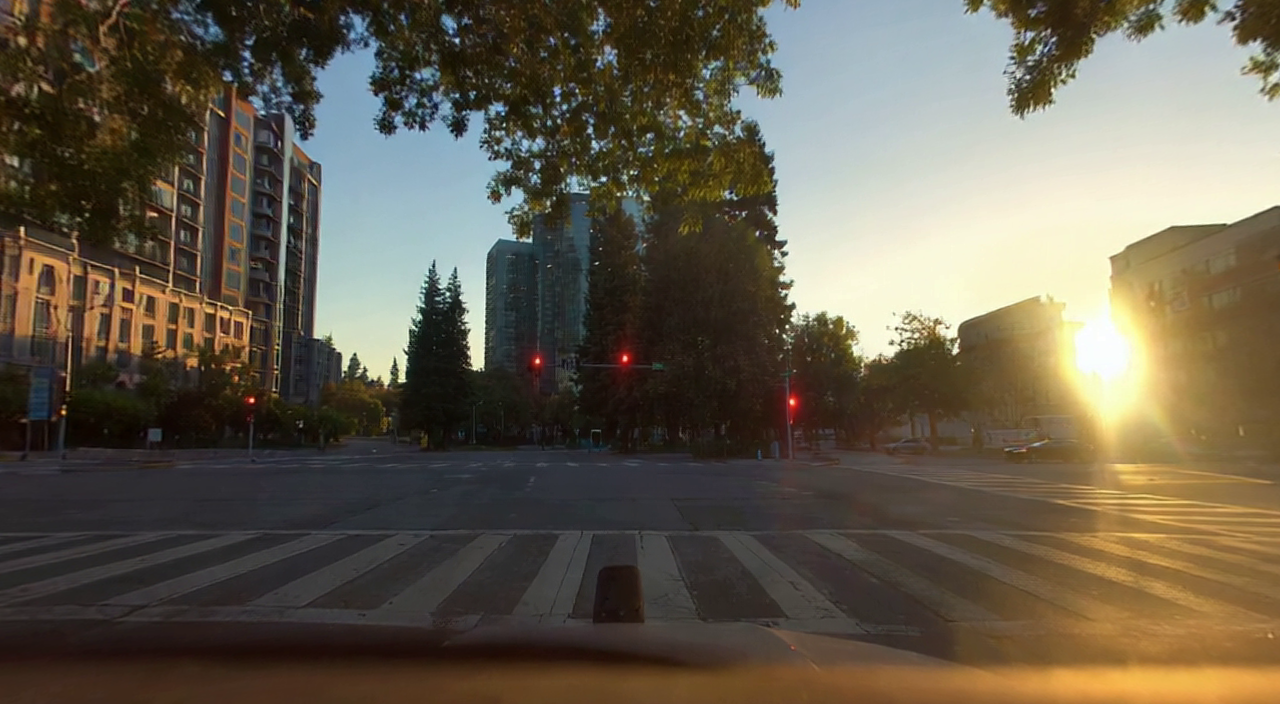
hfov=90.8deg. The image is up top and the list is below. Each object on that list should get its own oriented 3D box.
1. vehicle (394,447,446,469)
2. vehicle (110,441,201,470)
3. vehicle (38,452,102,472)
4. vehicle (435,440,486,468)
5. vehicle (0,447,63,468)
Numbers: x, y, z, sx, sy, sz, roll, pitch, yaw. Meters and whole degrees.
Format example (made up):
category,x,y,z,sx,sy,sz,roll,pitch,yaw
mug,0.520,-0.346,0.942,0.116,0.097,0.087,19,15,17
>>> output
category,x,y,z,sx,sy,sz,roll,pitch,yaw
vehicle,-15.525,7.449,44.809,2.056,1.450,4.343,0,-8,0
vehicle,-34.915,7.433,45.743,2.204,1.955,5.518,0,-8,0
vehicle,-41.593,8.016,46.165,1.552,1.339,3.340,-2,-9,-1
vehicle,-11.960,6.801,42.316,2.080,1.763,4.341,0,-8,0
vehicle,-45.247,7.768,46.594,1.858,1.467,3.624,0,-8,1
